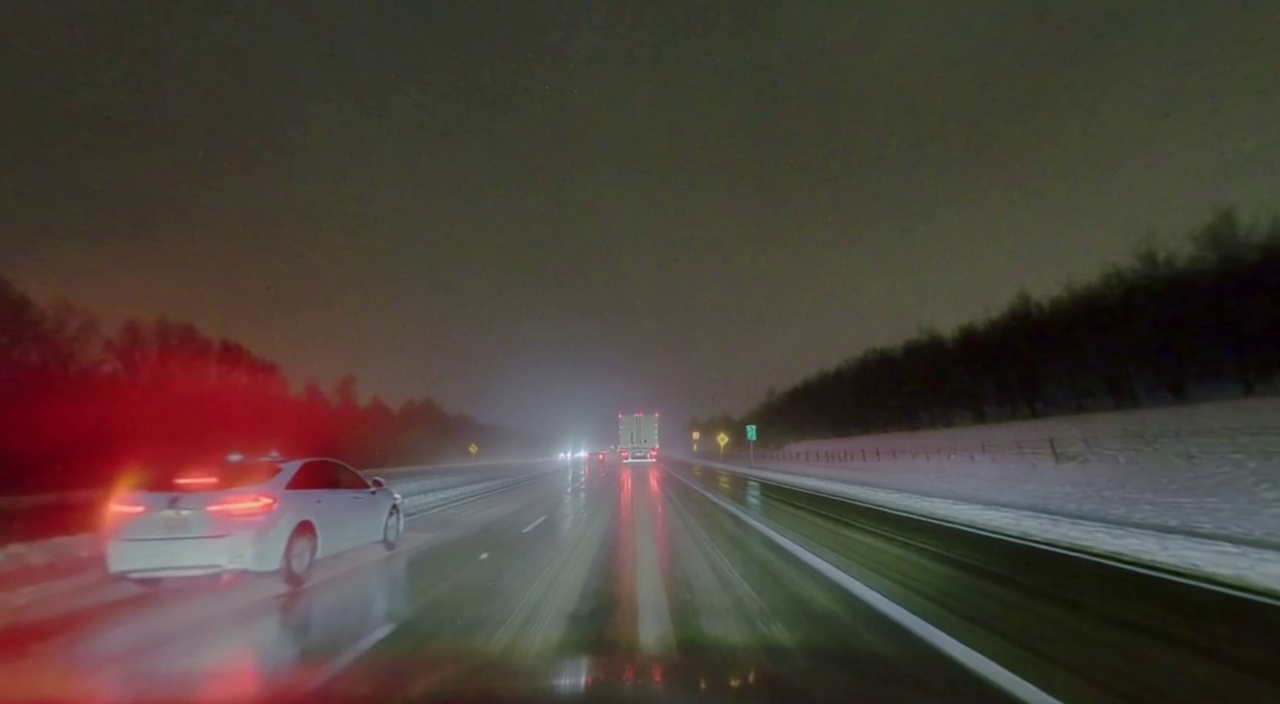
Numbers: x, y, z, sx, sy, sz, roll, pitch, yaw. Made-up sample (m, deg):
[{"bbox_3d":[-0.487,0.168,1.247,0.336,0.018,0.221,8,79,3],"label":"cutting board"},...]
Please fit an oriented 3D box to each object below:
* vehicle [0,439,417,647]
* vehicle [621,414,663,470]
[{"bbox_3d":[-4.014,1.673,6.580,1.839,1.451,4.097,0,-9,1],"label":"vehicle"},{"bbox_3d":[-0.022,6.897,47.980,2.864,3.805,9.500,0,-9,-2],"label":"vehicle"}]
